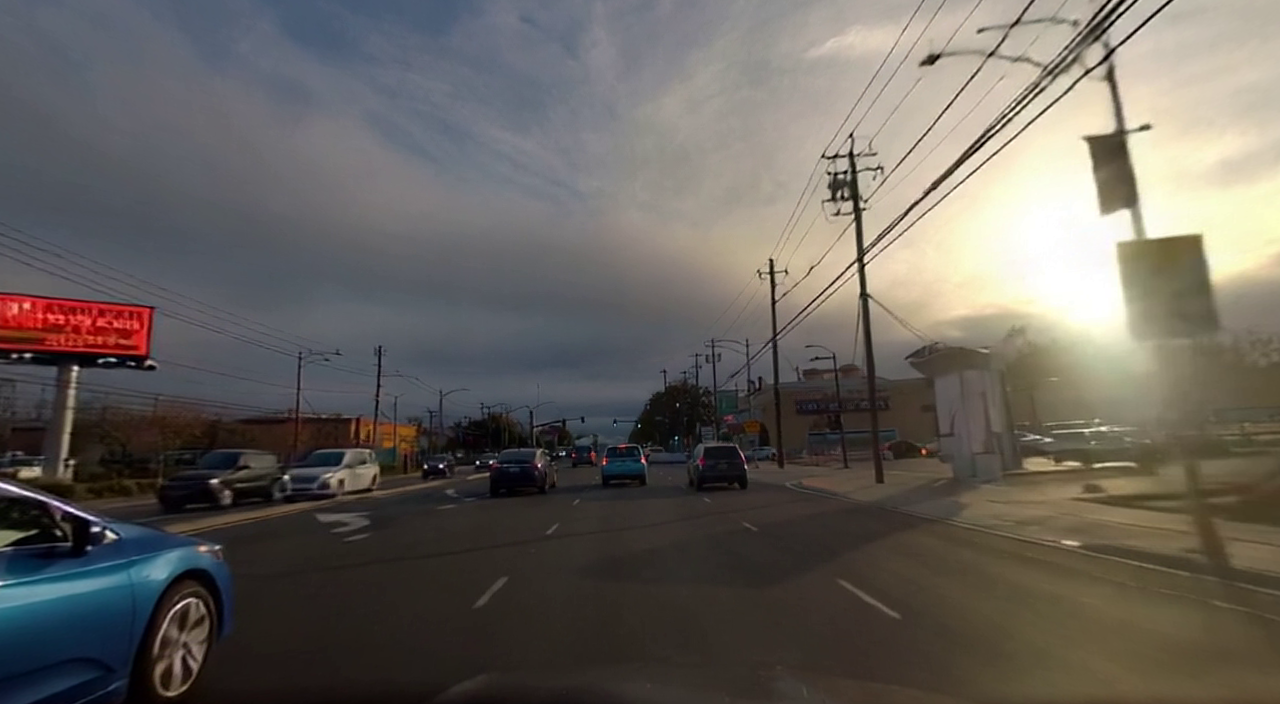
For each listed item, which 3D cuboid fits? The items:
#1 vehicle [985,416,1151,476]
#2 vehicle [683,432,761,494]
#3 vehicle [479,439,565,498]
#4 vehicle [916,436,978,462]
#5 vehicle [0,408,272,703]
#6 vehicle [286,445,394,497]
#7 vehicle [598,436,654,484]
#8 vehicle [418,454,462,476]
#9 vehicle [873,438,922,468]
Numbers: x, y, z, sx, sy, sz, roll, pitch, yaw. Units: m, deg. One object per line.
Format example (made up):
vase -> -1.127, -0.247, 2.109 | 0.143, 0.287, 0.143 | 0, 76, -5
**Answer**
vehicle -> 16.117, 3.652, 24.393 | 2.409, 1.981, 5.809 | -2, -9, 1
vehicle -> 2.722, 3.812, 21.967 | 2.026, 1.904, 4.102 | 0, -9, -2
vehicle -> -3.671, 3.706, 20.433 | 2.051, 1.671, 3.861 | 0, -9, 0
vehicle -> 19.266, 6.120, 39.821 | 1.883, 1.499, 4.403 | -1, -9, 3
vehicle -> -3.397, 0.887, 1.812 | 2.022, 1.498, 4.471 | 0, -9, -1
vehicle -> -11.297, 4.493, 24.211 | 2.016, 1.773, 4.433 | 0, -9, -2
vehicle -> -0.641, 4.781, 28.149 | 2.326, 1.925, 4.253 | 0, -9, -2
vehicle -> -15.490, 8.759, 49.139 | 1.986, 1.553, 4.640 | 0, -9, -1
vehicle -> 14.781, 5.777, 36.117 | 1.990, 1.597, 4.475 | -5, -10, 29
